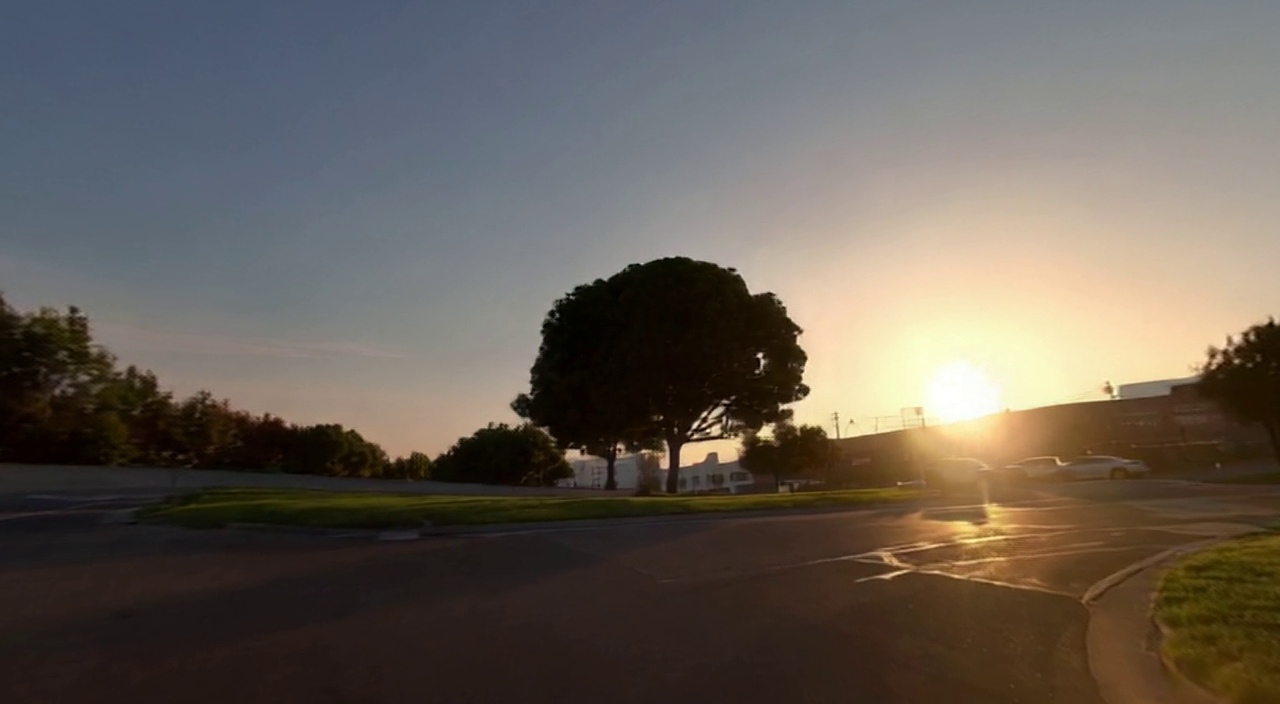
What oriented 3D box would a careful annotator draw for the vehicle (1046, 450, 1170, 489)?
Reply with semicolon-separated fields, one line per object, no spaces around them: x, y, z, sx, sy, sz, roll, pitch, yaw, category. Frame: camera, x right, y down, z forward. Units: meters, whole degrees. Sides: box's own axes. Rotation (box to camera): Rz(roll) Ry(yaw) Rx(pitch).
19.984;5.048;27.141;1.825;1.512;3.943;4;-10;-14;vehicle

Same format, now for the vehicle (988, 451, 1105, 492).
16.517;4.907;25.855;1.833;1.490;3.705;4;-12;-13;vehicle

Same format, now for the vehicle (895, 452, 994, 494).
12.775;5.168;26.752;1.944;1.608;3.715;3;-12;-7;vehicle
